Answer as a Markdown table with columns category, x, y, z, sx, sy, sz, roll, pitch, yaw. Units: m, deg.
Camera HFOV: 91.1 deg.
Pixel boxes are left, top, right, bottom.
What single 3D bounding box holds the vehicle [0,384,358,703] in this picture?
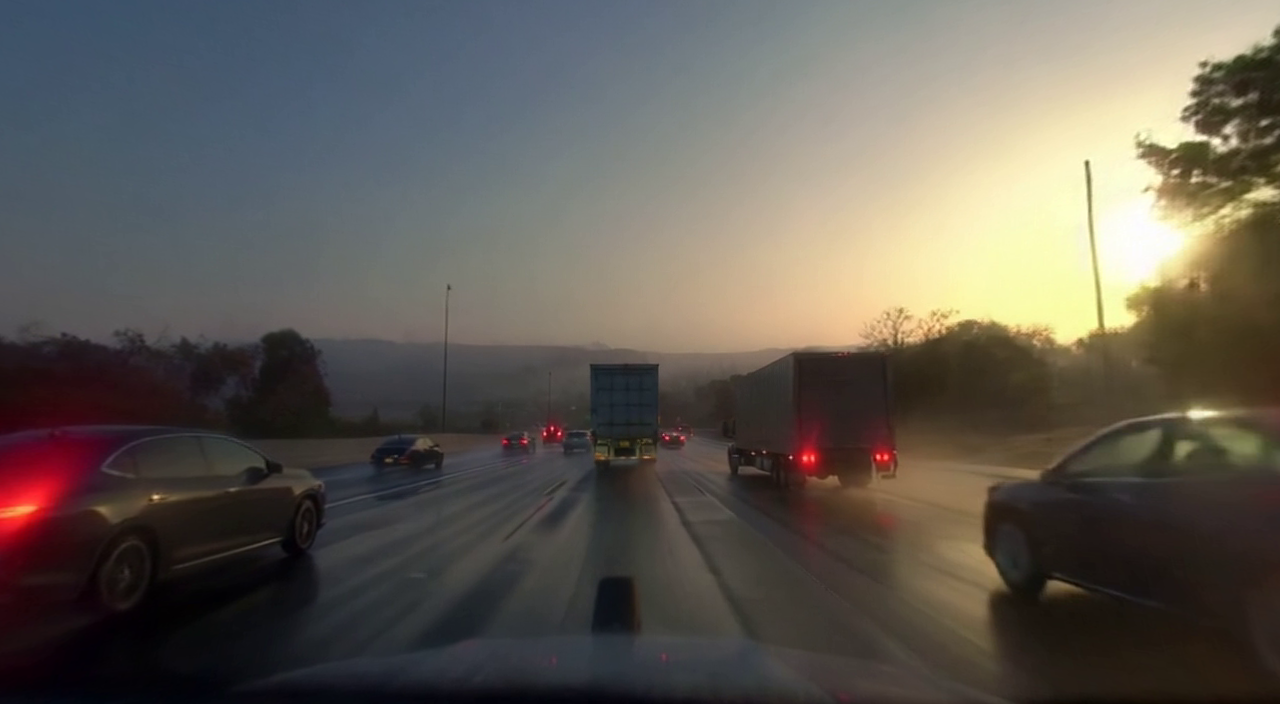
| category | x | y | z | sx | sy | sz | roll | pitch | yaw |
| --- | --- | --- | --- | --- | --- | --- | --- | --- | --- |
| vehicle | -3.868 | 1.129 | 4.557 | 1.882 | 1.493 | 3.828 | 0 | -8 | -1 |

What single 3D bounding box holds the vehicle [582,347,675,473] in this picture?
| category | x | y | z | sx | sy | sz | roll | pitch | yaw |
| --- | --- | --- | --- | --- | --- | --- | --- | --- | --- |
| vehicle | -0.495 | 2.486 | 25.080 | 2.938 | 4.033 | 9.980 | 0 | -8 | -2 |

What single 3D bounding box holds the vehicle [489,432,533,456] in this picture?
| category | x | y | z | sx | sy | sz | roll | pitch | yaw |
| --- | --- | --- | --- | --- | --- | --- | --- | --- | --- |
| vehicle | -8.603 | 6.168 | 42.246 | 2.019 | 1.471 | 4.347 | 0 | -8 | 0 |

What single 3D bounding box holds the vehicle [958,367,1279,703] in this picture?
| category | x | y | z | sx | sy | sz | roll | pitch | yaw |
| --- | --- | --- | --- | --- | --- | --- | --- | --- | --- |
| vehicle | 3.387 | 0.844 | 2.563 | 1.976 | 1.513 | 4.065 | 0 | -8 | -1 |

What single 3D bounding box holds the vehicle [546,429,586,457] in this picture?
| category | x | y | z | sx | sy | sz | roll | pitch | yaw |
| --- | --- | --- | --- | --- | --- | --- | --- | --- | --- |
| vehicle | -4.540 | 5.624 | 39.066 | 1.986 | 1.612 | 4.155 | 0 | -8 | 0 |

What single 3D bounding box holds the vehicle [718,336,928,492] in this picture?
| category | x | y | z | sx | sy | sz | roll | pitch | yaw |
| --- | --- | --- | --- | --- | --- | --- | --- | --- | --- |
| vehicle | 5.501 | 2.502 | 22.967 | 2.863 | 3.936 | 14.058 | 0 | -8 | -3 |

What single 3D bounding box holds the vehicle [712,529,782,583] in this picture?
| category | x | y | z | sx | sy | sz | roll | pitch | yaw |
| --- | --- | --- | --- | --- | --- | --- | --- | --- | --- |
| vehicle | 5.092 | 9.834 | 30.462 | 2.835 | 2.000 | 2.696 | 0 | -7 | -2 |

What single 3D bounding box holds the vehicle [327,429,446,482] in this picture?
| category | x | y | z | sx | sy | sz | roll | pitch | yaw |
| --- | --- | --- | --- | --- | --- | --- | --- | --- | --- |
| vehicle | -7.805 | 3.203 | 19.882 | 1.909 | 1.479 | 4.425 | 0 | -8 | 0 |
